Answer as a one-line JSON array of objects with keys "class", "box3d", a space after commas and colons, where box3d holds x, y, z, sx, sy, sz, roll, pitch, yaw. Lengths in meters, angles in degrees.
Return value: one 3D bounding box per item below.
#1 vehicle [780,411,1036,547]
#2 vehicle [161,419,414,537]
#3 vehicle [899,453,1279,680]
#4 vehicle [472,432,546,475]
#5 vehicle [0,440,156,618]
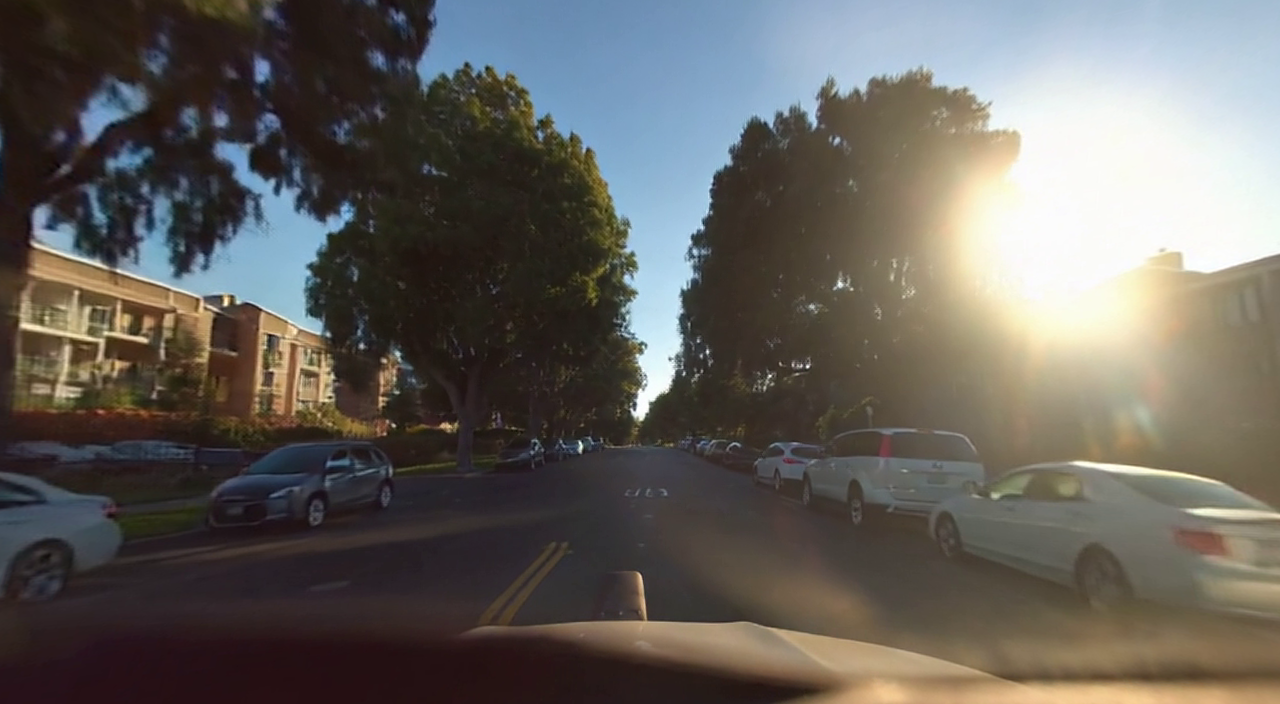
[{"class": "vehicle", "box3d": [4.592, 2.326, 12.290, 2.365, 1.970, 6.011, 0, -9, 0]}, {"class": "vehicle", "box3d": [-6.700, 2.508, 12.916, 2.235, 1.802, 5.138, -3, -10, 0]}, {"class": "vehicle", "box3d": [4.562, 1.752, 6.389, 1.823, 1.393, 4.584, 0, -9, -1]}, {"class": "vehicle", "box3d": [-6.333, 5.060, 31.144, 2.384, 1.781, 5.492, -3, -10, 1]}, {"class": "vehicle", "box3d": [-6.579, 1.473, 4.862, 2.067, 1.510, 4.501, -2, -9, 0]}]
